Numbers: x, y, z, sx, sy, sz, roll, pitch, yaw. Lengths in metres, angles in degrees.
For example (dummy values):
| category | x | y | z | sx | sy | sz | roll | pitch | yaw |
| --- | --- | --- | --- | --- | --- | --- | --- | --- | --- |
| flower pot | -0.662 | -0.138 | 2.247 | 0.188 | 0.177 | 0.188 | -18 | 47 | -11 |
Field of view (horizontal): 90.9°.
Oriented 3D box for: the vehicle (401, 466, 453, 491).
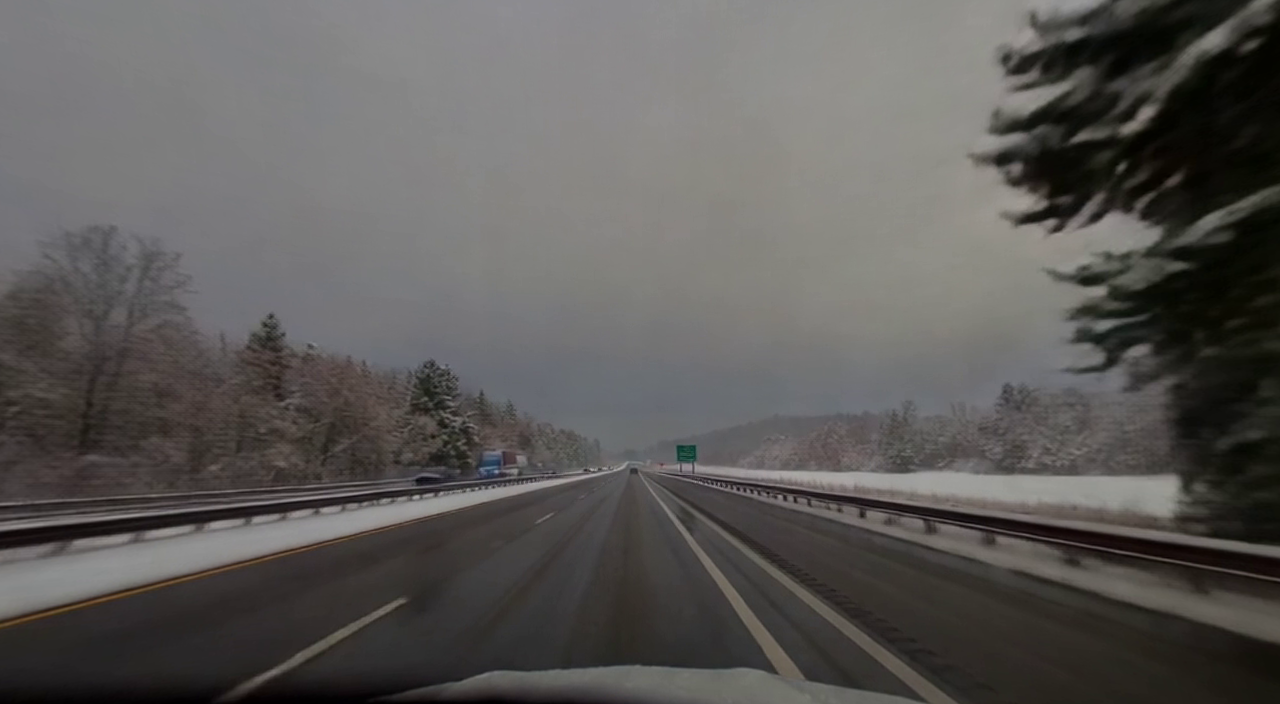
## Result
| category | x | y | z | sx | sy | sz | roll | pitch | yaw |
| --- | --- | --- | --- | --- | --- | --- | --- | --- | --- |
| vehicle | -12.469 | 7.409 | 37.114 | 1.800 | 1.381 | 3.703 | 1 | -10 | -1 |
